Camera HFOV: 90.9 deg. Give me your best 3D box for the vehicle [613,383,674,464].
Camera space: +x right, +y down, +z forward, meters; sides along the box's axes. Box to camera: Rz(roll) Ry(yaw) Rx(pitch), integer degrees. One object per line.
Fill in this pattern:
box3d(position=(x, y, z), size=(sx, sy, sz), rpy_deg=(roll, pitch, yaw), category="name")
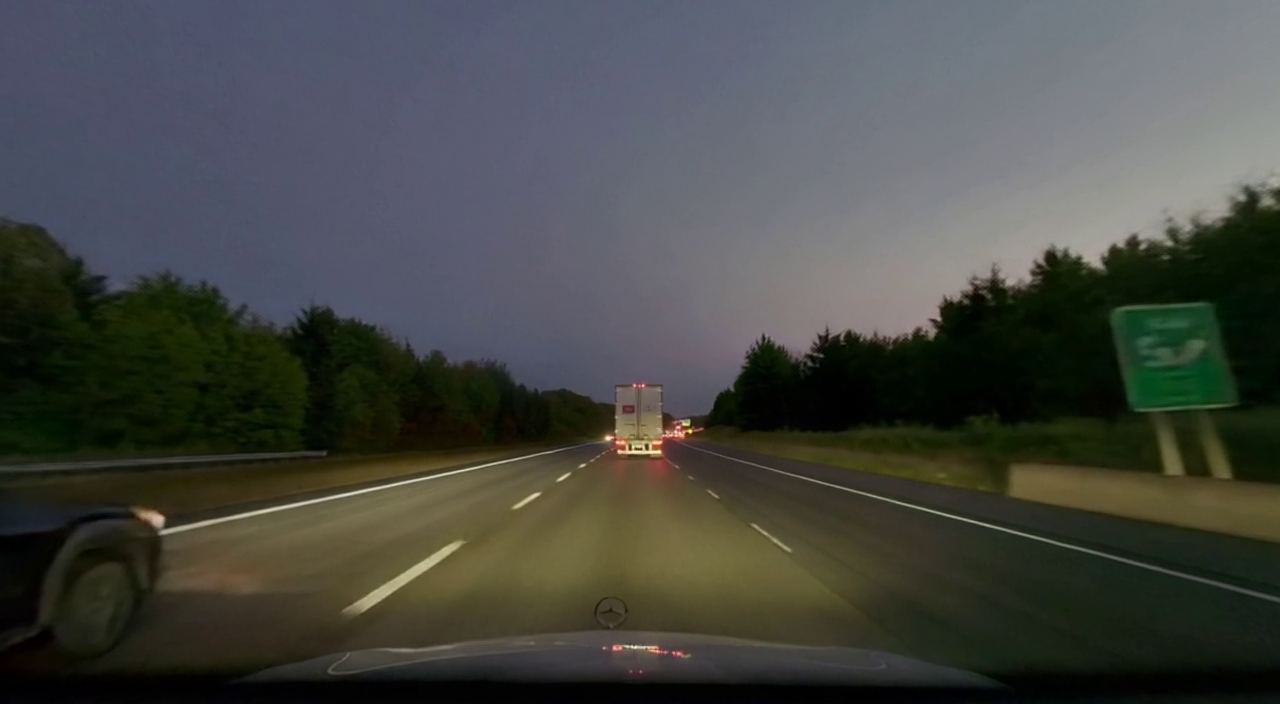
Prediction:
box3d(position=(0.072, 3.923, 33.809), size=(2.855, 3.741, 8.587), rpy_deg=(0, -8, -1), category="vehicle")
